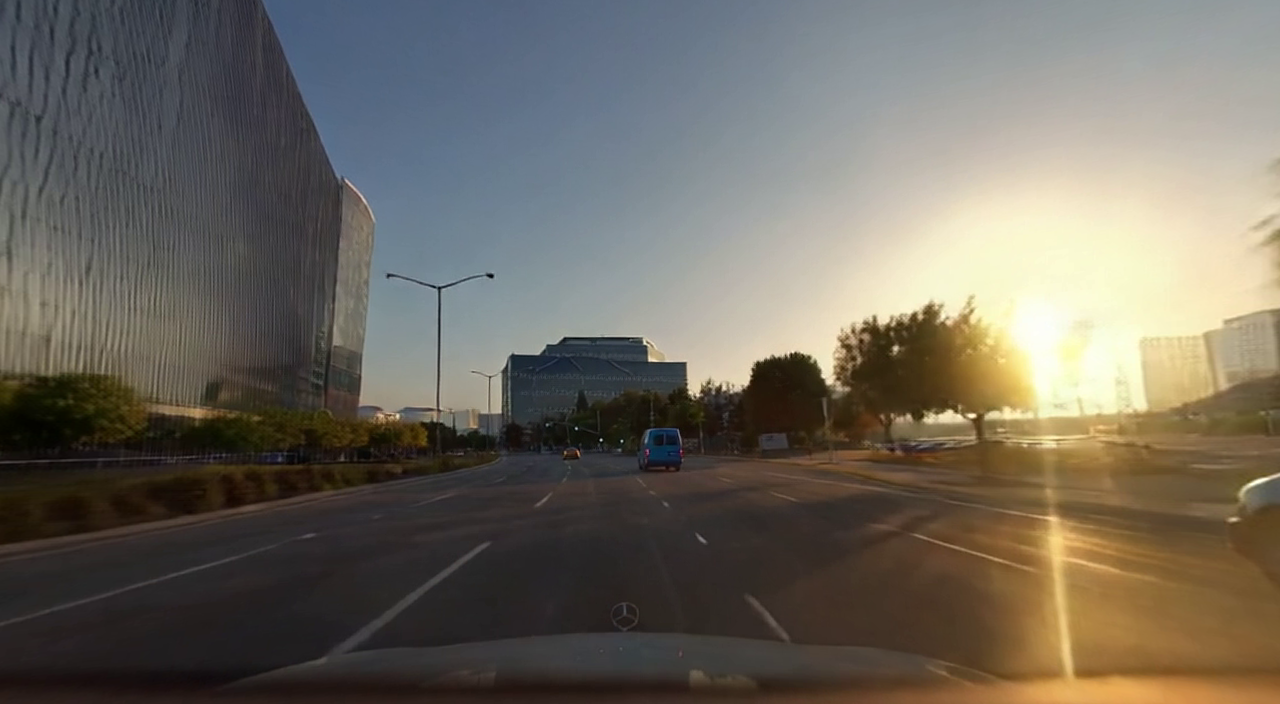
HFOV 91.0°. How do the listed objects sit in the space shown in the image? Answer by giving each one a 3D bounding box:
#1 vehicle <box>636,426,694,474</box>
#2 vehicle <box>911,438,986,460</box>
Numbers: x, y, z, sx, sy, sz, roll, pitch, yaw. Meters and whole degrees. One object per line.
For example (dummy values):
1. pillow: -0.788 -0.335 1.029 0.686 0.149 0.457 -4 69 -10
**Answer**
1. vehicle: 1.176 5.017 32.305 2.339 2.244 4.817 0 -8 -5
2. vehicle: 21.957 6.904 44.940 4.271 1.470 1.940 0 -8 0
